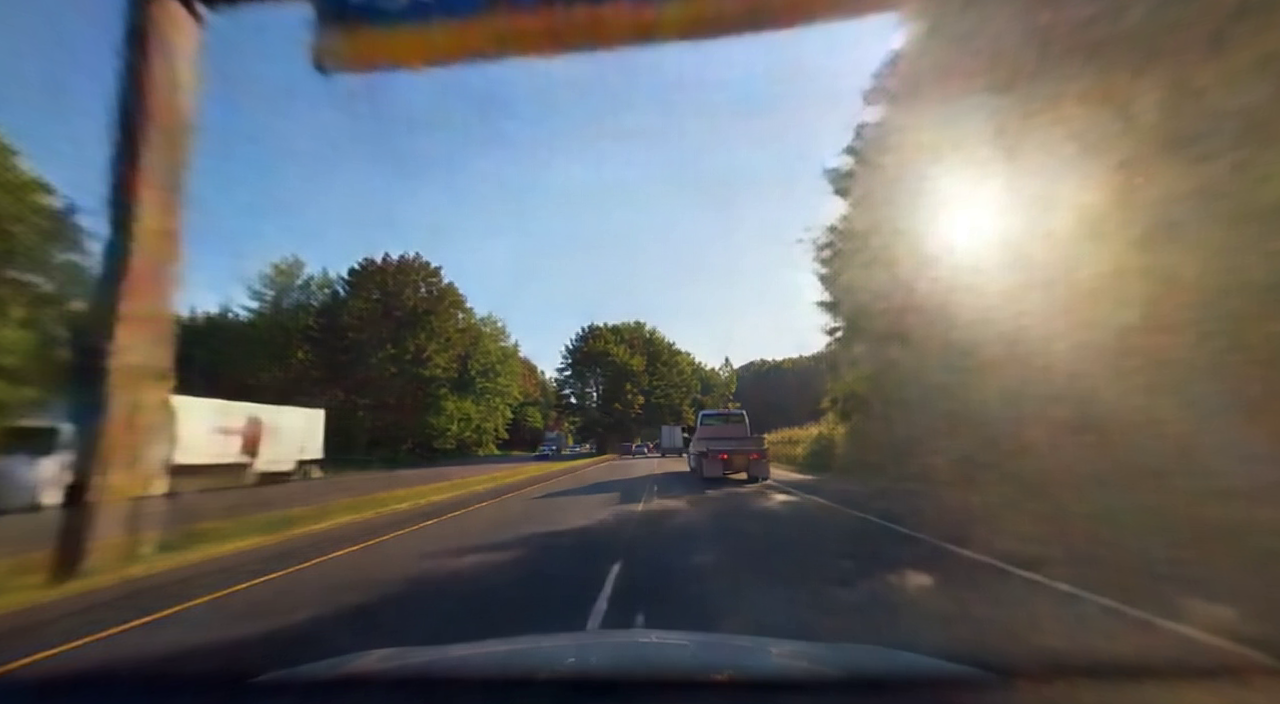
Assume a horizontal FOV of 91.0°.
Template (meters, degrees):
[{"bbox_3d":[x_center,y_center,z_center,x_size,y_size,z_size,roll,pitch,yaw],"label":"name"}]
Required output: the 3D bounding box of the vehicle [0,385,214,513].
[{"bbox_3d":[-17.496,3.091,20.420,2.867,3.506,5.874,0,-8,2],"label":"vehicle"}]

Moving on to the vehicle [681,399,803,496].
[{"bbox_3d":[2.788,2.871,19.169,2.677,2.439,6.402,0,-8,1],"label":"vehicle"}]
